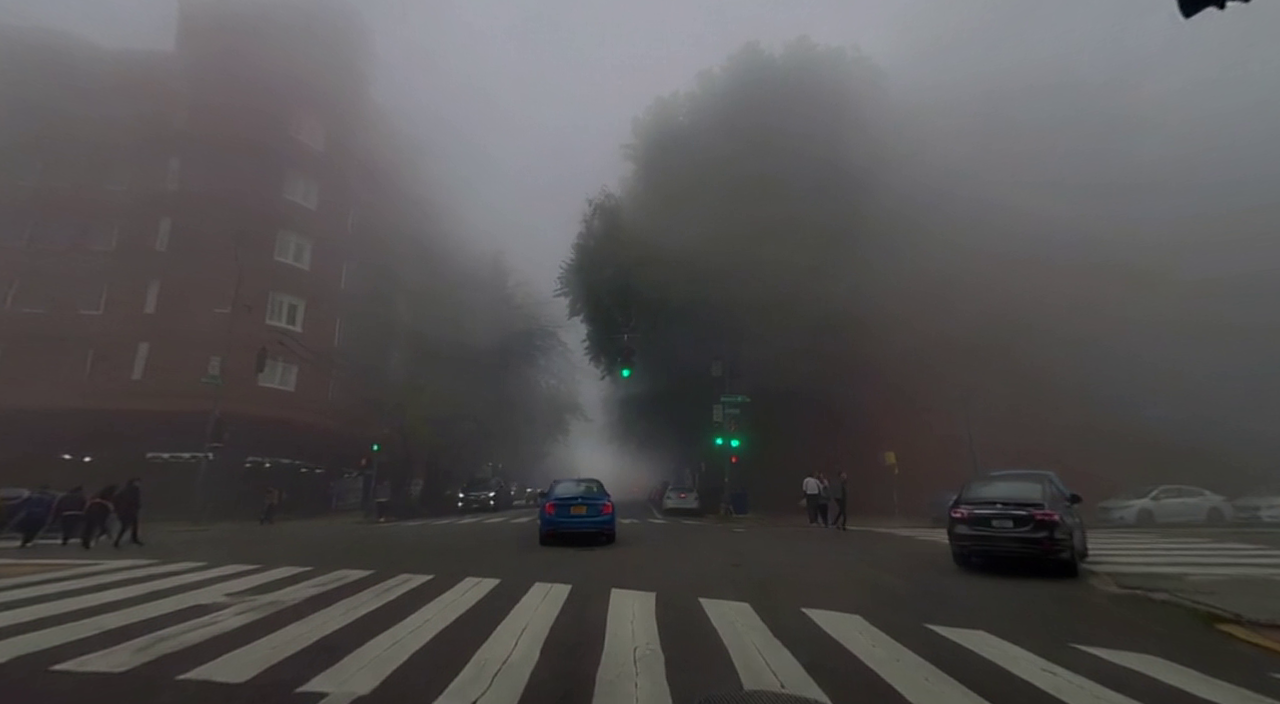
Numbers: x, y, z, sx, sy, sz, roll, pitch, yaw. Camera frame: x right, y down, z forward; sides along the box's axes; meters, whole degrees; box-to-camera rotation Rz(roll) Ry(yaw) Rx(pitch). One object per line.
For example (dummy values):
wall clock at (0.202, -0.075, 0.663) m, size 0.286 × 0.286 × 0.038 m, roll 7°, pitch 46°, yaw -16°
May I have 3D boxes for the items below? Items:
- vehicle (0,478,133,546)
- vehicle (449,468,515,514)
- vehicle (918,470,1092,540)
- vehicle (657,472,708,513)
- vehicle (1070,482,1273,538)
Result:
vehicle at (-20.743, 5.445, 21.681) m, size 4.750 × 2.083 × 2.002 m, roll 0°, pitch -8°, yaw 1°
vehicle at (-7.766, 6.856, 31.482) m, size 2.226 × 1.896 × 4.438 m, roll 0°, pitch -8°, yaw -1°
vehicle at (13.381, 5.605, 23.365) m, size 4.974 × 2.266 × 2.324 m, roll 0°, pitch -8°, yaw -4°
vehicle at (2.061, 6.990, 31.684) m, size 1.908 × 1.741 × 4.066 m, roll 1°, pitch -8°, yaw -6°
vehicle at (19.505, 5.808, 23.370) m, size 5.345 × 1.747 × 2.410 m, roll 0°, pitch -8°, yaw -1°
